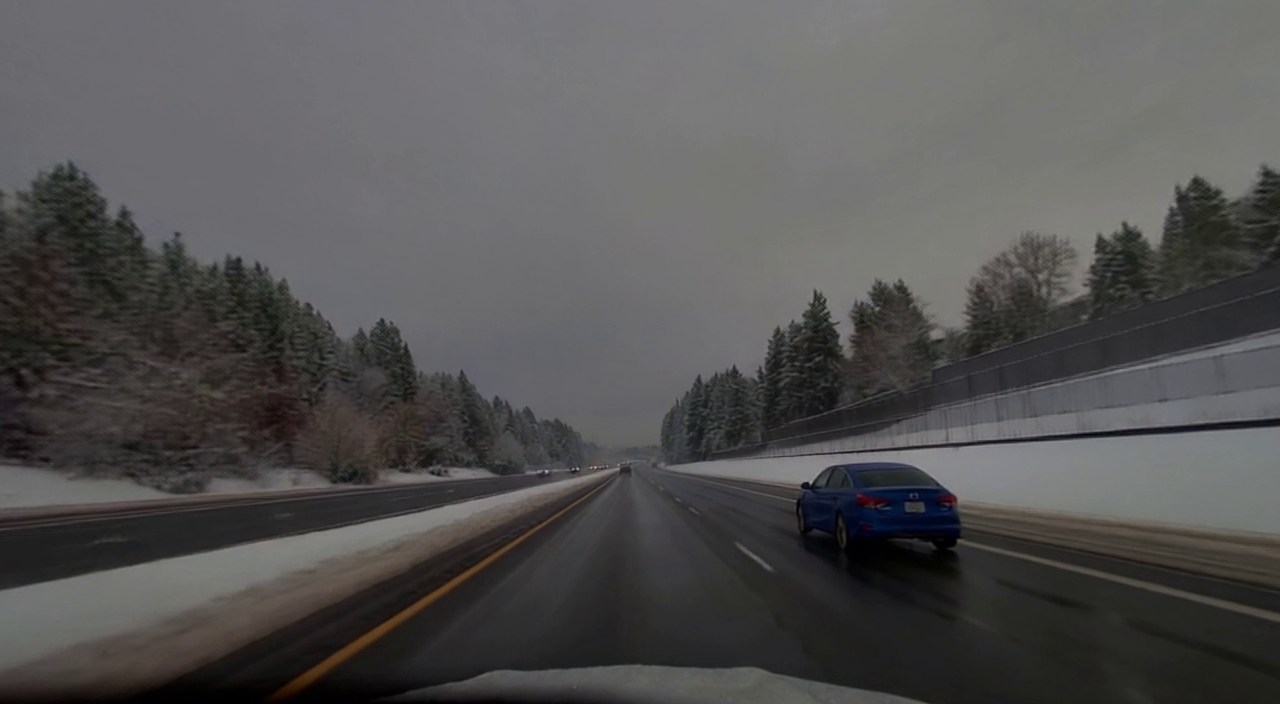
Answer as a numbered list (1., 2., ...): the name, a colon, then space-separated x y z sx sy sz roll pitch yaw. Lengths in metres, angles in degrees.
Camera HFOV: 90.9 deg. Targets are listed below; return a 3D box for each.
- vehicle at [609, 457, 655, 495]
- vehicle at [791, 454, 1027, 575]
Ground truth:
1. vehicle: -0.363 5.856 29.870 2.037 1.605 3.833 1 -11 -1
2. vehicle: 3.937 2.459 10.138 1.938 1.494 4.032 1 -11 -1
